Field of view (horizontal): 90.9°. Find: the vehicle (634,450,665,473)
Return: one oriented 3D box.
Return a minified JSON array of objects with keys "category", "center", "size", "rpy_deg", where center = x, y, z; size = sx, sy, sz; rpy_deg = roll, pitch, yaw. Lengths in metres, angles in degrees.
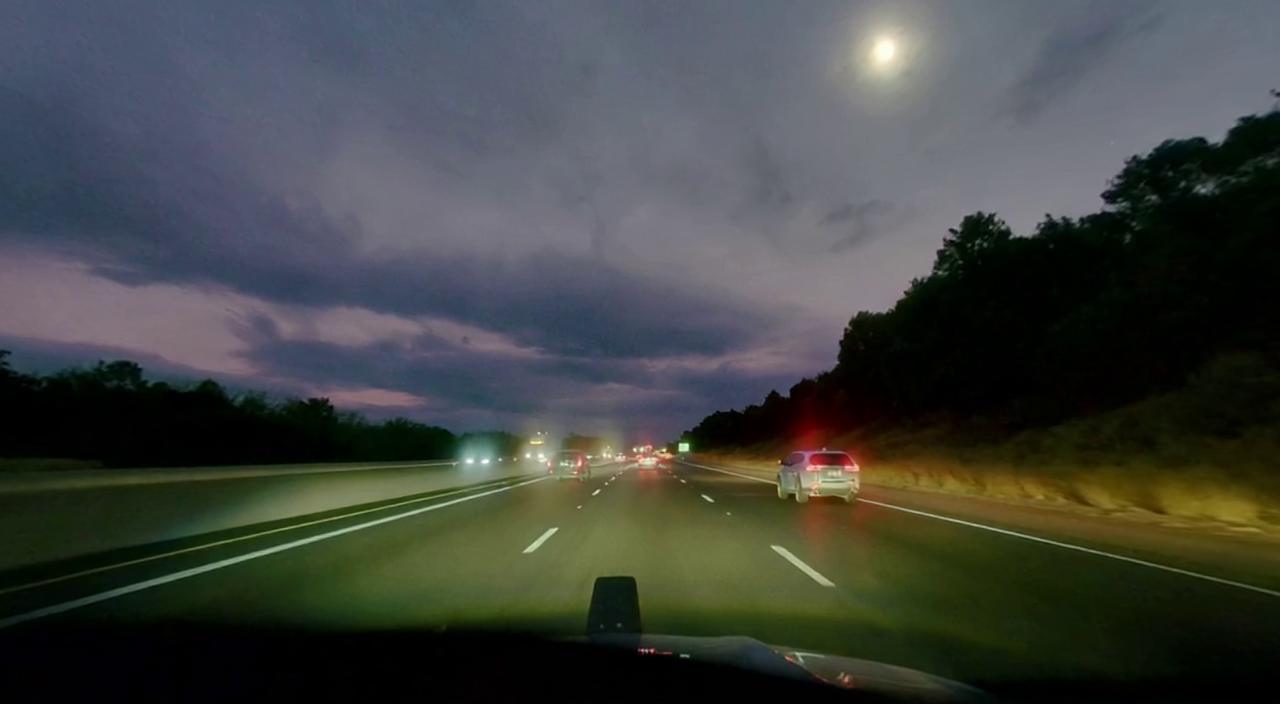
[{"category":"vehicle","center":[0.654,7.661,44.288],"size":[2.036,1.519,4.225],"rpy_deg":[0,-9,0]}]

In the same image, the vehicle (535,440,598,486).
[{"category":"vehicle","center":[-3.042,4.731,27.122],"size":[2.143,1.770,4.283],"rpy_deg":[0,-9,1]}]
